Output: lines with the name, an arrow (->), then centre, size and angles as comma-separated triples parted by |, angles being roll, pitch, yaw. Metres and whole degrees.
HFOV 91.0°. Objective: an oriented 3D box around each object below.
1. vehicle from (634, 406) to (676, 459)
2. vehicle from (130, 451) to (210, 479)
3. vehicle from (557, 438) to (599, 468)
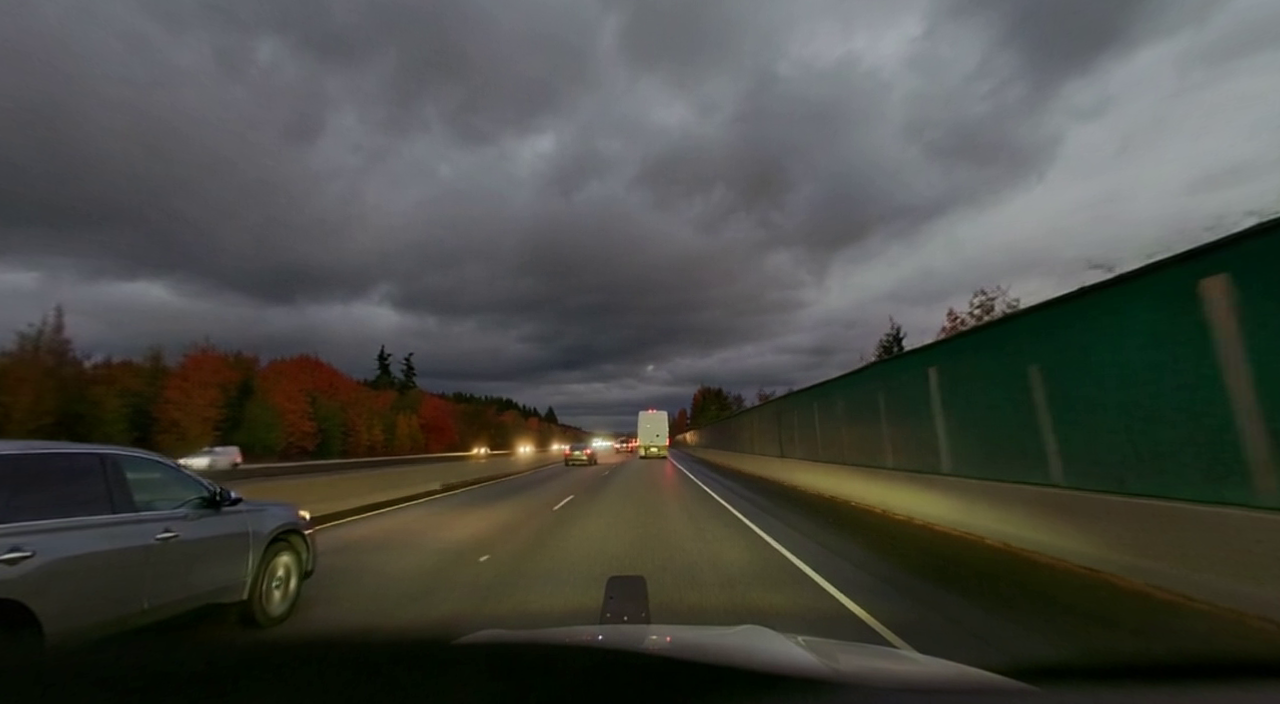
vehicle -> 1.144, 6.324, 48.928 | 2.933, 3.701, 10.425 | 0, -8, 1
vehicle -> -25.619, 6.140, 34.452 | 1.684, 1.399, 3.535 | 0, -8, -1
vehicle -> -3.333, 5.504, 34.509 | 1.927, 1.556, 3.921 | 0, -8, 0
